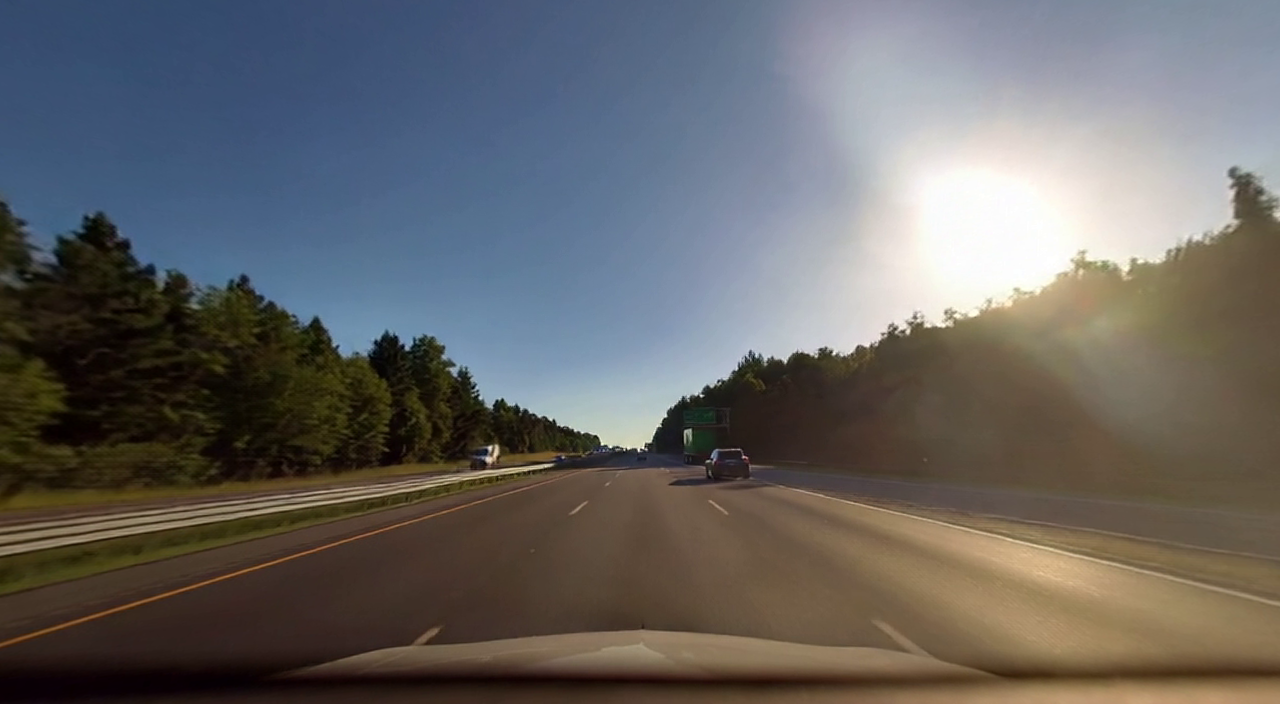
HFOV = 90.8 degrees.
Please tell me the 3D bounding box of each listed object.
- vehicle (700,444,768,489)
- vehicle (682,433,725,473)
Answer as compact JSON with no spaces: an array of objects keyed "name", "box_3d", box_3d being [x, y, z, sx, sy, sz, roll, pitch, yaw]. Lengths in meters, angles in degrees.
[{"name":"vehicle","box_3d":[3.558,4.416,24.602,2.019,1.601,3.953,0,-9,-1]},{"name":"vehicle","box_3d":[4.286,6.973,43.768,2.300,2.564,5.643,0,-9,-1]}]
